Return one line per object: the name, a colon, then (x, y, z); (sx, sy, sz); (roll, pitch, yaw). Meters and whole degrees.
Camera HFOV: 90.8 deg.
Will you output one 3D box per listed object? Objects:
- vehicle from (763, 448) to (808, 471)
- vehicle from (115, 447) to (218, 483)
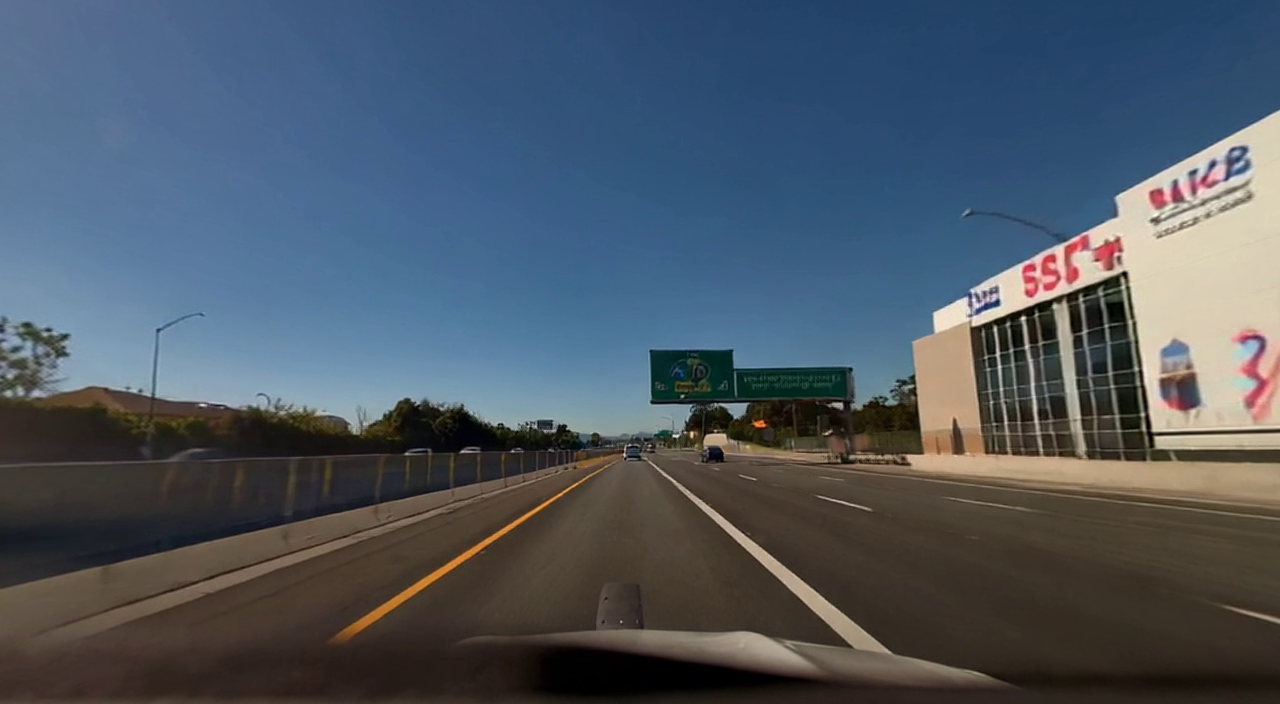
vehicle: (10.022, 7.415, 43.842); (1.953, 1.473, 4.512); (0, -9, -2)
vehicle: (-23.241, 5.510, 31.256); (1.825, 1.553, 4.332); (0, -8, -2)
